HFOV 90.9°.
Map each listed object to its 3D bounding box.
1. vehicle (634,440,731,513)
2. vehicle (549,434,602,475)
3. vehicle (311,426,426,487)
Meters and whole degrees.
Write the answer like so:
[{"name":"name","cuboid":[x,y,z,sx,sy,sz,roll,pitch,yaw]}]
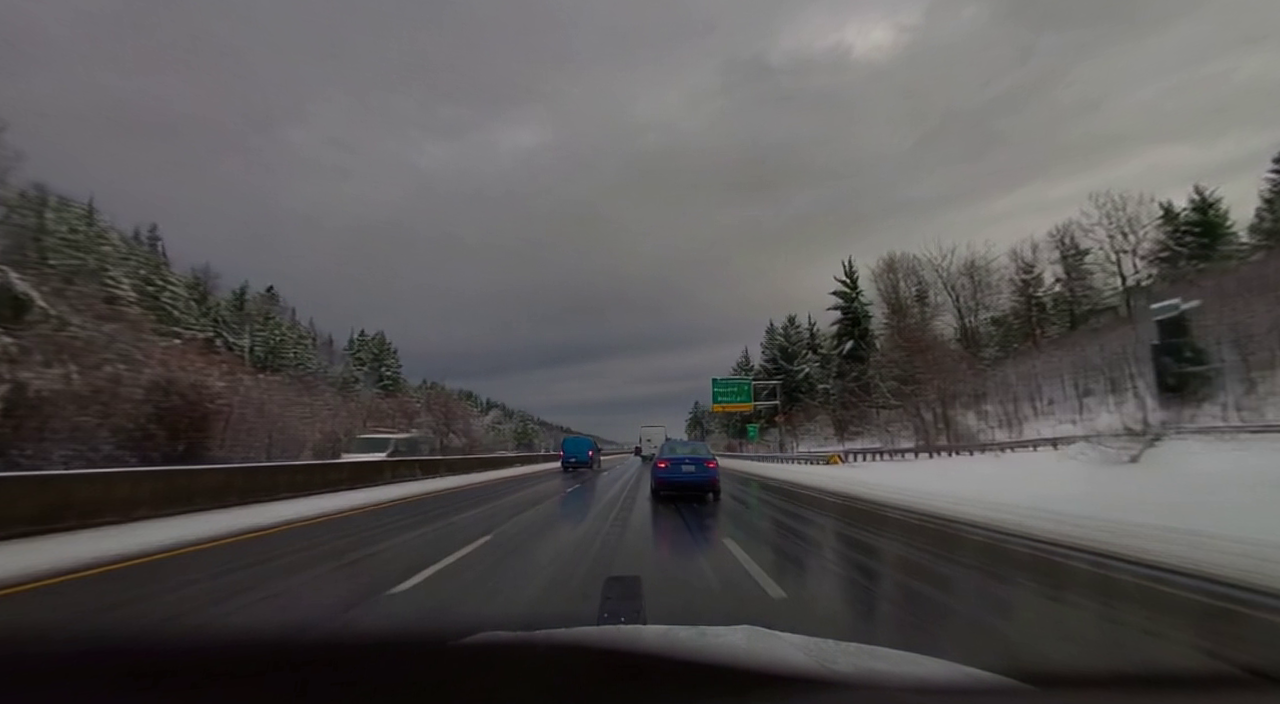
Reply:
[{"name":"vehicle","cuboid":[0.873,2.853,14.901,2.012,1.485,3.649,0,-9,0]},{"name":"vehicle","cuboid":[-3.422,5.579,34.453,2.217,2.033,4.975,0,-9,2]},{"name":"vehicle","cuboid":[-12.242,4.791,29.135,2.277,2.448,6.533,0,-9,1]}]
